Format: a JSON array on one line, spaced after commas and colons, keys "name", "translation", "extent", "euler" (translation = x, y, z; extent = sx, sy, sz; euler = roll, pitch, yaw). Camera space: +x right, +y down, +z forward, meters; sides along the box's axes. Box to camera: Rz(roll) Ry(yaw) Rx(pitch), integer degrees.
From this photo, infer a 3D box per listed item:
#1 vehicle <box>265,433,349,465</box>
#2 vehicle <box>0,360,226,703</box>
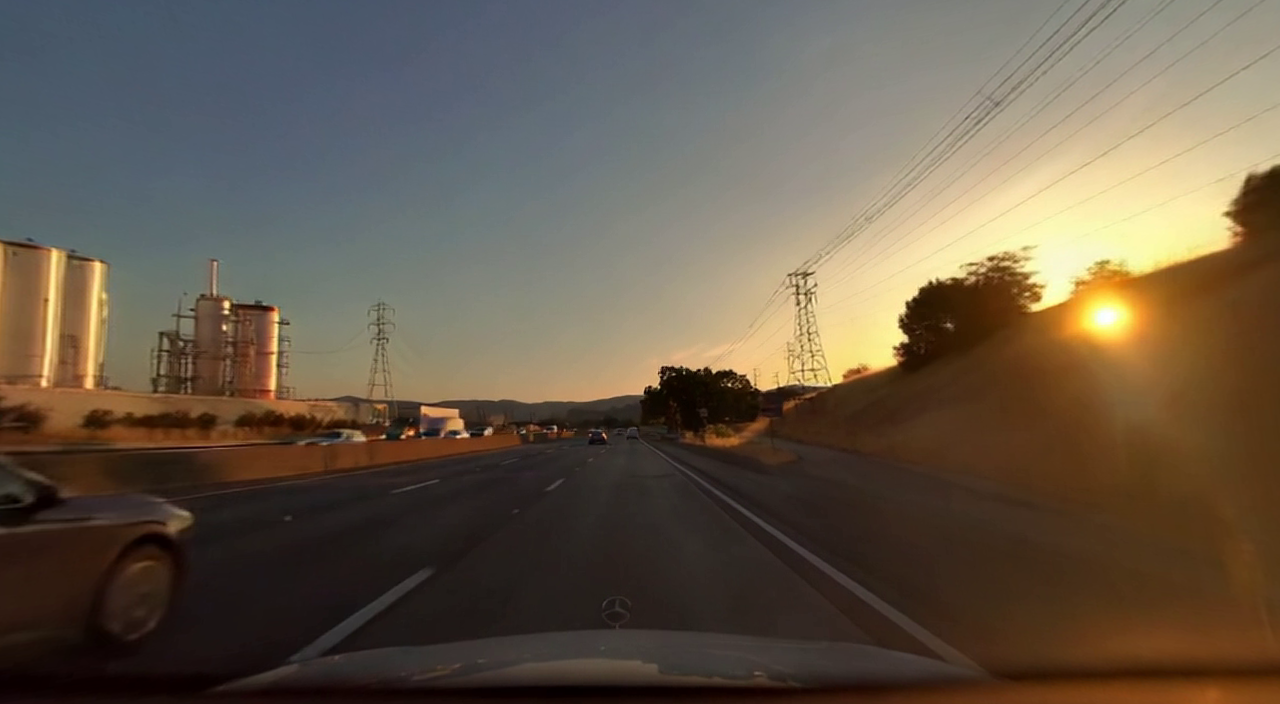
[{"name": "vehicle", "translation": [-16.262, 4.724, 31.038], "extent": [1.805, 1.466, 4.372], "euler": [0, -7, -1]}, {"name": "vehicle", "translation": [-3.930, 0.774, 2.296], "extent": [2.023, 1.621, 4.174], "euler": [0, -7, -1]}]
